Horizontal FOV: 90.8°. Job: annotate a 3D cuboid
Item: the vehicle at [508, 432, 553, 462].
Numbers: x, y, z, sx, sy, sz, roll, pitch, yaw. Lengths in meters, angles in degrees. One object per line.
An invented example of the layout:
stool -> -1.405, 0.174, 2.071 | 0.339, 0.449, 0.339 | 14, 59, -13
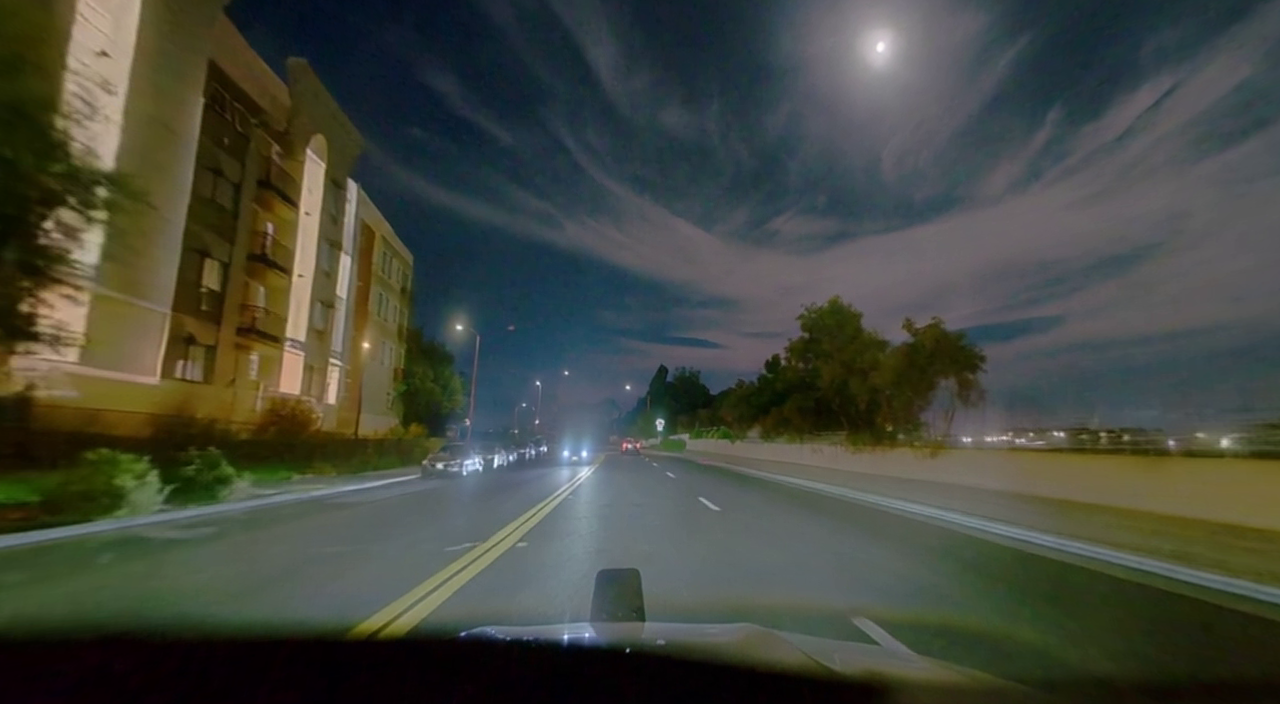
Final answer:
vehicle -> -7.445, 6.496, 43.368 | 2.098, 1.851, 4.817 | 2, -7, 1

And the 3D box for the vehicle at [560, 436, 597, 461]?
vehicle -> -4.258, 6.784, 44.336 | 2.170, 1.631, 4.299 | 0, -9, 0

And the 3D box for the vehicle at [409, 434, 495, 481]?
vehicle -> -7.164, 4.075, 24.633 | 1.913, 1.560, 4.513 | 3, -8, 0
